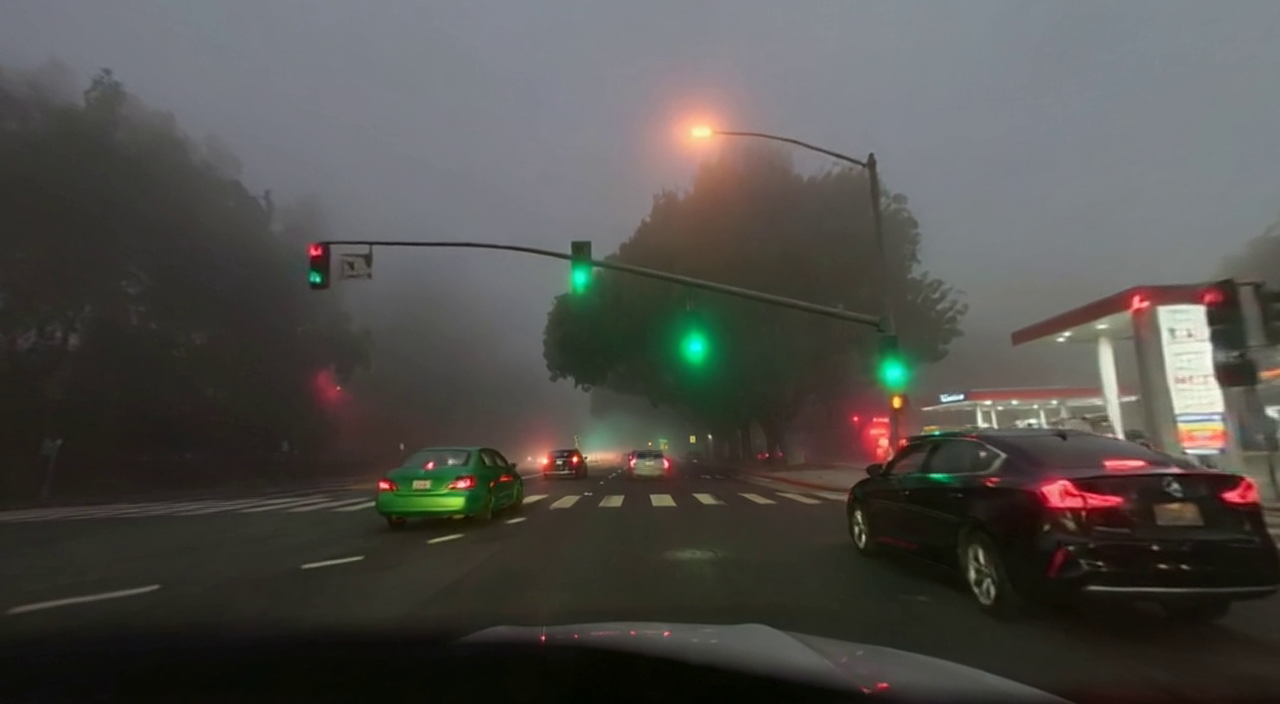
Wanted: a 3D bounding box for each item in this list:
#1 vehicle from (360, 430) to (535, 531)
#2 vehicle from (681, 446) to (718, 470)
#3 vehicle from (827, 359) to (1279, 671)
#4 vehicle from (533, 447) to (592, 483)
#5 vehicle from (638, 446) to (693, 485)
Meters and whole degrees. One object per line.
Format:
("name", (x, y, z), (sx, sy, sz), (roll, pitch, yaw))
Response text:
("vehicle", (-3.671, 2.541, 13.182), (2.023, 1.687, 4.874), (-1, -8, 1))
("vehicle", (3.858, 6.945, 41.489), (1.920, 1.479, 4.548), (0, -8, -1))
("vehicle", (3.482, 1.273, 6.019), (1.992, 1.805, 4.549), (0, -8, 0))
("vehicle", (-3.372, 5.022, 28.269), (1.995, 1.436, 4.500), (0, -8, 1))
("vehicle", (0.942, 4.517, 25.394), (1.994, 1.433, 3.894), (0, -8, 0))
